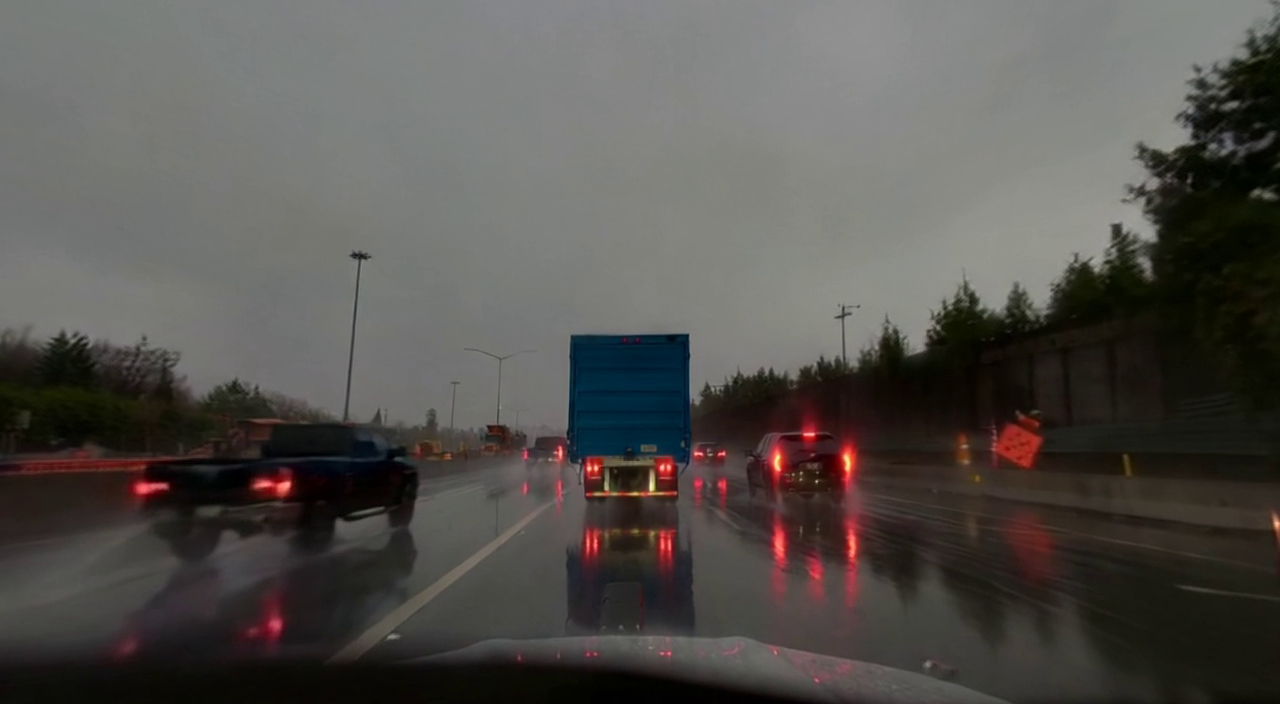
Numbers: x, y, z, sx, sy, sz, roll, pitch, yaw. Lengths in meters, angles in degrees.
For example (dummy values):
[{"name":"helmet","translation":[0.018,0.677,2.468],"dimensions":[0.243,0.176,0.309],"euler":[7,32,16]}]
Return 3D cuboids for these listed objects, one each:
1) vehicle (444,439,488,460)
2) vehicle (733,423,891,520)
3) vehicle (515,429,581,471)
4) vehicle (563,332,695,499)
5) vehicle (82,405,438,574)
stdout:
[{"name":"vehicle","translation":[-13.046,7.366,47.478],"dimensions":[1.887,1.511,4.152],"euler":[0,-9,4]},{"name":"vehicle","translation":[3.384,2.461,13.401],"dimensions":[2.103,1.713,4.173],"euler":[1,-9,-1]},{"name":"vehicle","translation":[-4.595,5.068,32.624],"dimensions":[2.421,1.965,5.980],"euler":[0,-9,1]},{"name":"vehicle","translation":[-0.362,2.245,20.005],"dimensions":[3.067,3.940,10.154],"euler":[1,-9,-1]},{"name":"vehicle","translation":[-4.738,1.783,8.934],"dimensions":[2.095,1.736,4.529],"euler":[0,-9,2]}]
